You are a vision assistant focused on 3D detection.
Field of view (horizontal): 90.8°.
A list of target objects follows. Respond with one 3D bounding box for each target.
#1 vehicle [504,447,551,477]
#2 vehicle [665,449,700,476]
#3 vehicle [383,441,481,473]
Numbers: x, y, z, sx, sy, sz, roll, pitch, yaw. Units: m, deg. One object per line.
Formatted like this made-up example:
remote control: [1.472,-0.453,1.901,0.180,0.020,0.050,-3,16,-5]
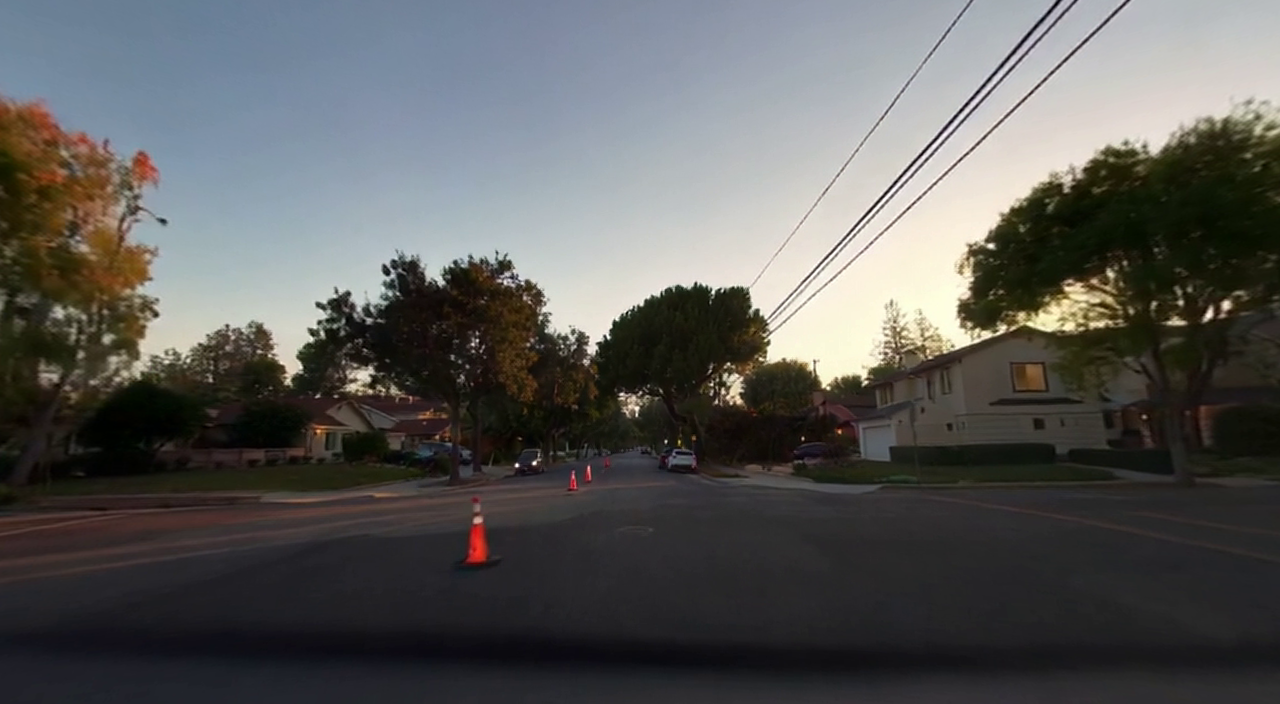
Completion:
vehicle: [-7.638,7.574,43.475,2.266,1.877,5.167,-1,-10,0]
vehicle: [2.689,7.147,41.050,1.896,1.602,4.571,0,-9,-1]
vehicle: [-15.765,7.998,48.252,6.526,2.046,2.522,3,-9,-2]
